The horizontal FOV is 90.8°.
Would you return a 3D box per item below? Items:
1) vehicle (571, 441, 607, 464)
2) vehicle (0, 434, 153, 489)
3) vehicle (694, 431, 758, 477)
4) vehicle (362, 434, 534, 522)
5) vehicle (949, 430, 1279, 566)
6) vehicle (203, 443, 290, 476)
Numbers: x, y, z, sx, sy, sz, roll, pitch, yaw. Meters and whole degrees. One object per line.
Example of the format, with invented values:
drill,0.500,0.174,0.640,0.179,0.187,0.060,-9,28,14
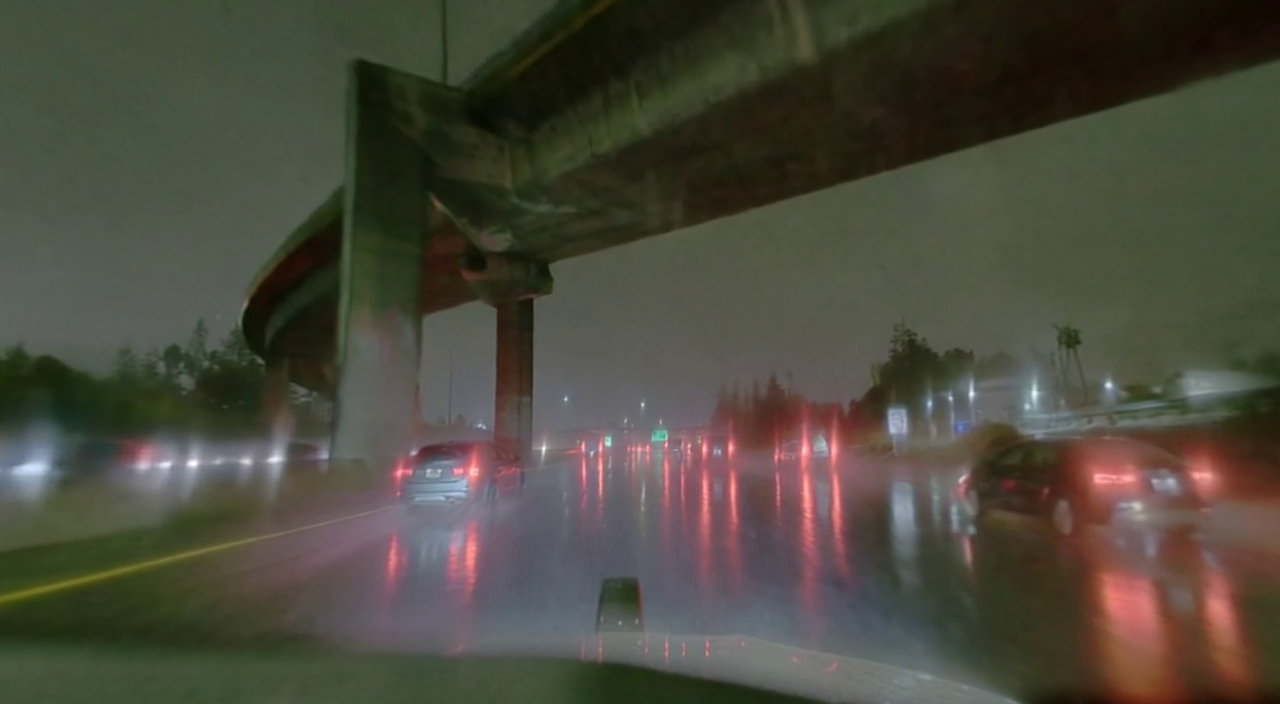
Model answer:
vehicle,-3.505,6.974,43.911,2.047,1.464,4.387,0,-8,1
vehicle,-23.819,4.444,26.152,2.403,1.981,6.428,0,-8,-3
vehicle,3.538,4.307,26.855,2.072,1.761,4.242,0,-8,-1
vehicle,-3.651,2.489,13.102,1.997,1.476,4.703,0,-8,1
vehicle,6.542,1.929,9.128,1.989,1.472,4.322,0,-8,1
vehicle,-20.043,5.481,32.406,1.857,1.535,4.382,0,-9,-4
